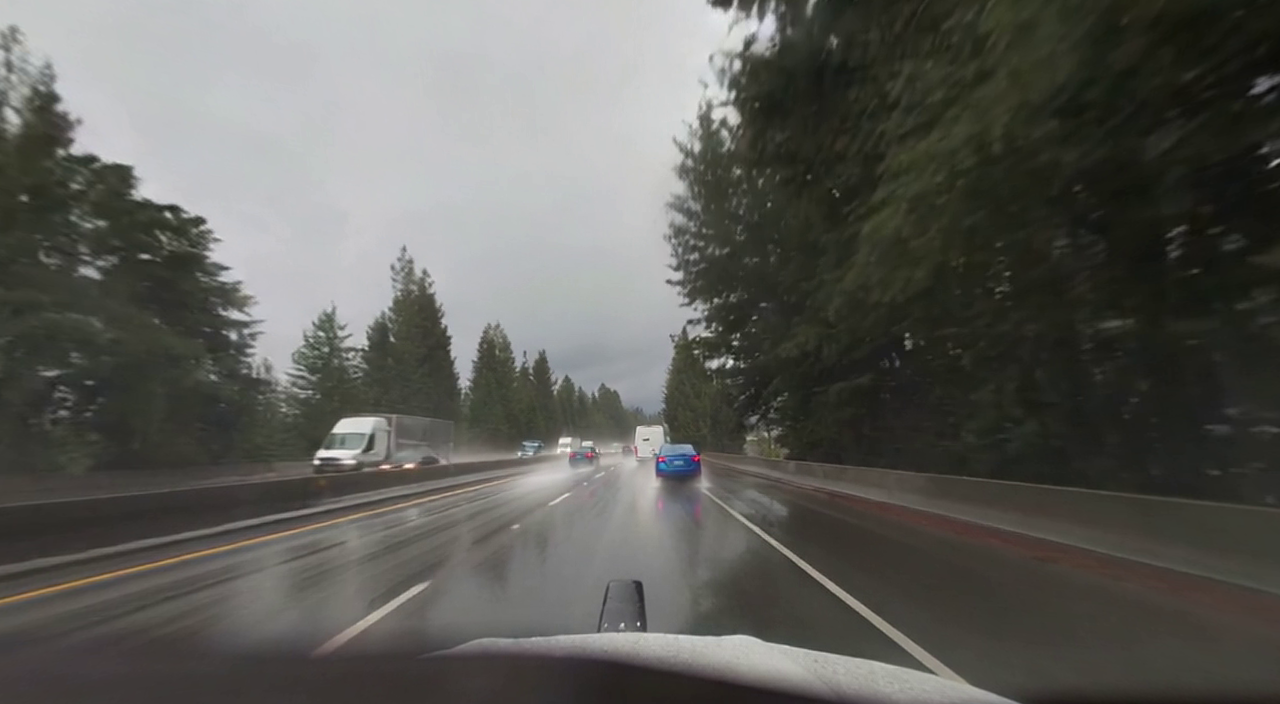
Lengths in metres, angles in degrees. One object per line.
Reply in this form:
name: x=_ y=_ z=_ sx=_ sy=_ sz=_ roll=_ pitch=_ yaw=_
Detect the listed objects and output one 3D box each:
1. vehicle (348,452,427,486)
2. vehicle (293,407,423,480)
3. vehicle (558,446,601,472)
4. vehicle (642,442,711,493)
vehicle: x=-12.679 y=5.877 z=32.008 sx=1.913 sy=1.512 sz=4.784 roll=-1 pitch=-9 yaw=1
vehicle: x=-17.357 y=5.855 z=40.112 sx=3.035 sy=3.965 sz=10.967 roll=-1 pitch=-9 yaw=1
vehicle: x=-3.692 y=6.621 z=39.339 sx=2.100 sy=1.514 sz=4.794 roll=-1 pitch=-9 yaw=1
vehicle: x=1.102 y=3.723 z=20.701 sx=2.012 sy=1.485 sz=3.649 roll=0 pitch=-9 yaw=0
